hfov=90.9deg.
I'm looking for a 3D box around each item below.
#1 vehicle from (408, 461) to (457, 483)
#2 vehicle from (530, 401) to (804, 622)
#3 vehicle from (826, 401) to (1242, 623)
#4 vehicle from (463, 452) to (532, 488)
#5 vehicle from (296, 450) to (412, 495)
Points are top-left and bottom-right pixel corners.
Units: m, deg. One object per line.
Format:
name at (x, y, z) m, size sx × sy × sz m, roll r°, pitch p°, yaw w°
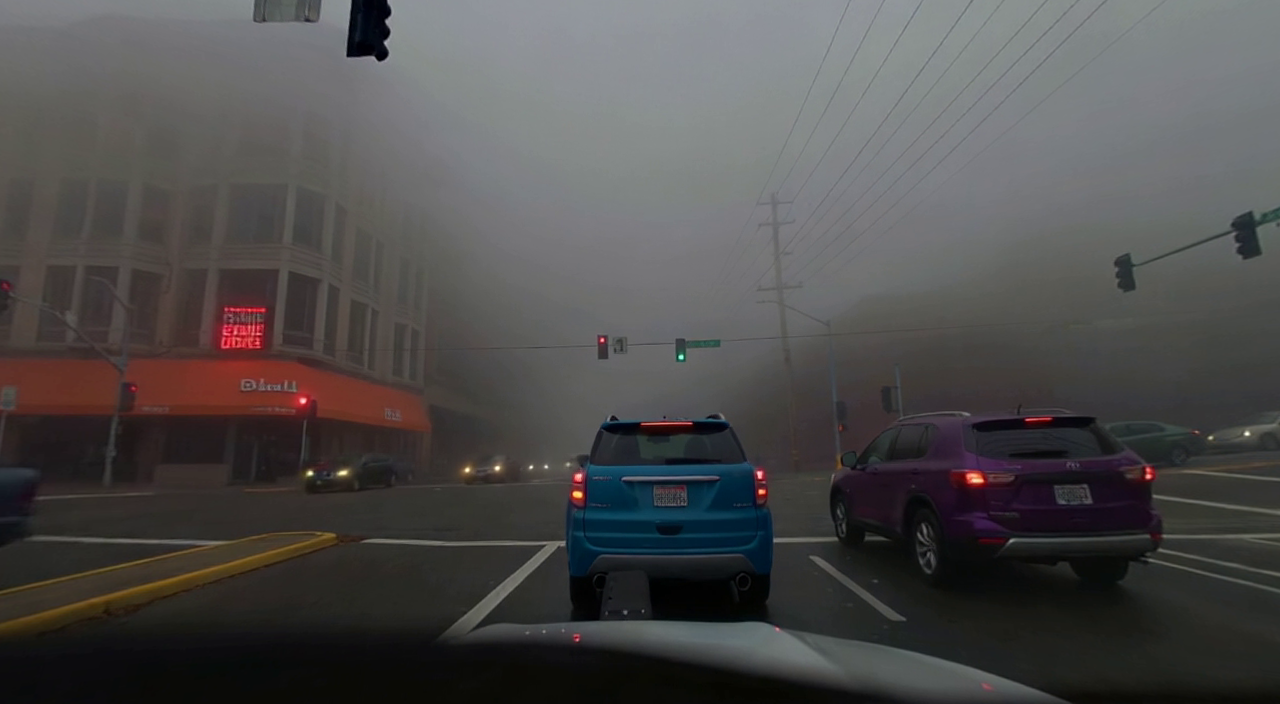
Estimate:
vehicle at (-15.485, 8.959, 47.269) m, size 1.875 × 1.475 × 4.449 m, roll -1°, pitch -8°, yaw 5°
vehicle at (0.262, 1.508, 6.821) m, size 2.098 × 1.682 × 3.778 m, roll 0°, pitch -8°, yaw 2°
vehicle at (3.610, 1.519, 6.951) m, size 1.976 × 1.664 × 4.189 m, roll -1°, pitch -8°, yaw 2°
vehicle at (-6.552, 5.464, 29.523) m, size 1.924 × 1.453 × 4.343 m, roll -1°, pitch -8°, yaw 4°
vehicle at (-10.883, 4.594, 24.456) m, size 1.958 × 1.493 × 4.795 m, roll -1°, pitch -8°, yaw 5°
